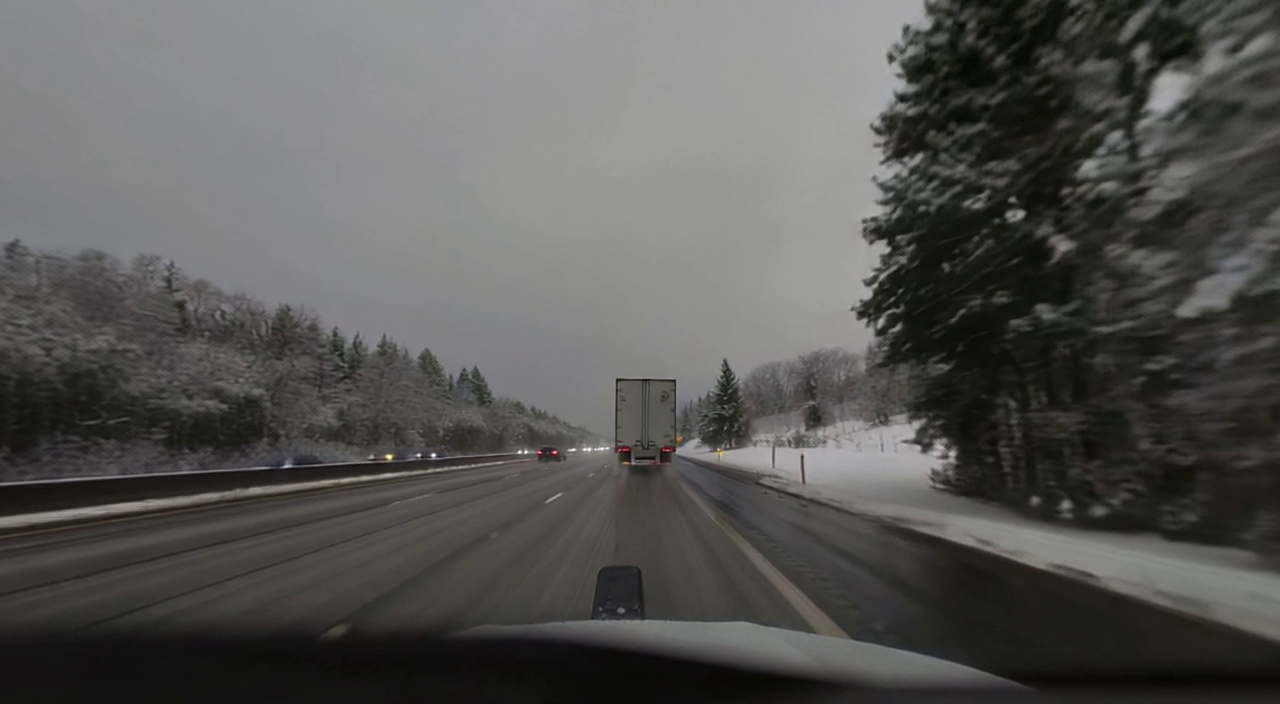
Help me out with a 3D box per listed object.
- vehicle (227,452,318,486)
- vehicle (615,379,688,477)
[{"bbox_3d":[-18.061,5.726,31.174,1.805,1.520,4.389,0,-9,1],"label":"vehicle"},{"bbox_3d":[0.380,4.032,32.264,3.052,4.132,11.336,0,-9,-1],"label":"vehicle"}]
